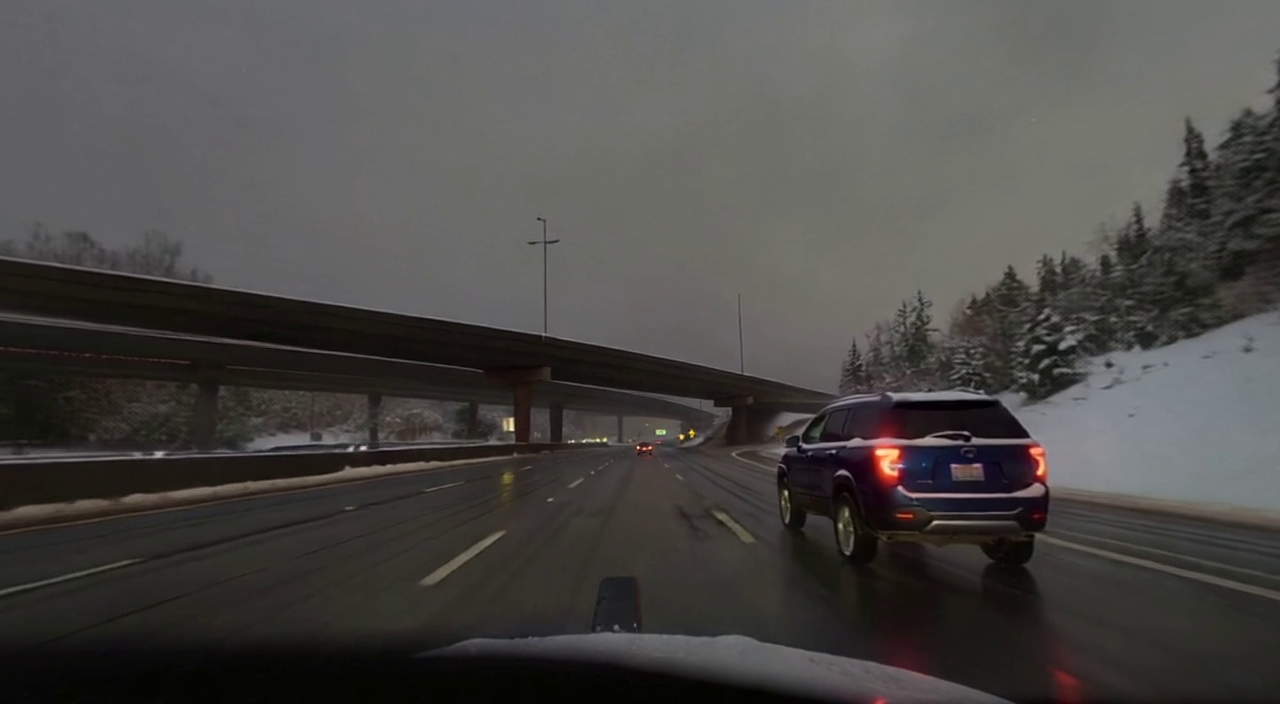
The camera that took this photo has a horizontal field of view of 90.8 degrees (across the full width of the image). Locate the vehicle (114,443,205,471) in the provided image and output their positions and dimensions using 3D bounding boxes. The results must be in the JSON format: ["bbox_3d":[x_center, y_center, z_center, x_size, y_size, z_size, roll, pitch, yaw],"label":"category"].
[{"bbox_3d":[-27.890,6.095,36.901,1.896,1.483,4.632,0,-8,-4],"label":"vehicle"}]

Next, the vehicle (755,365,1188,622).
[{"bbox_3d":[2.956,1.419,7.294,2.155,1.918,4.945,0,-8,-2],"label":"vehicle"}]
